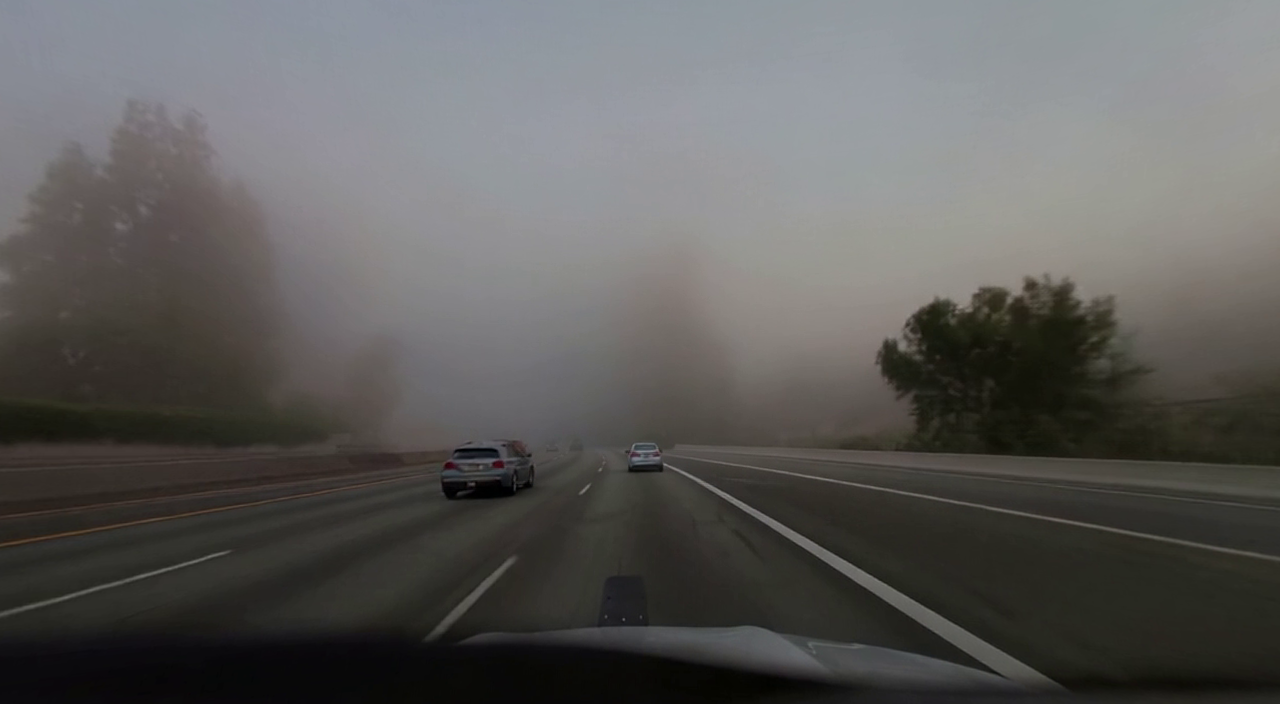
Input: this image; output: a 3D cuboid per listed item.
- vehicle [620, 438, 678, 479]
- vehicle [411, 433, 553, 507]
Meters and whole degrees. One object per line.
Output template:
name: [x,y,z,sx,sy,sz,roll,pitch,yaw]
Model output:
vehicle: [0.255,4.053,24.235,2.051,1.444,3.927,0,-9,-2]
vehicle: [-3.620,2.835,15.635,2.246,1.519,4.980,0,-9,0]
